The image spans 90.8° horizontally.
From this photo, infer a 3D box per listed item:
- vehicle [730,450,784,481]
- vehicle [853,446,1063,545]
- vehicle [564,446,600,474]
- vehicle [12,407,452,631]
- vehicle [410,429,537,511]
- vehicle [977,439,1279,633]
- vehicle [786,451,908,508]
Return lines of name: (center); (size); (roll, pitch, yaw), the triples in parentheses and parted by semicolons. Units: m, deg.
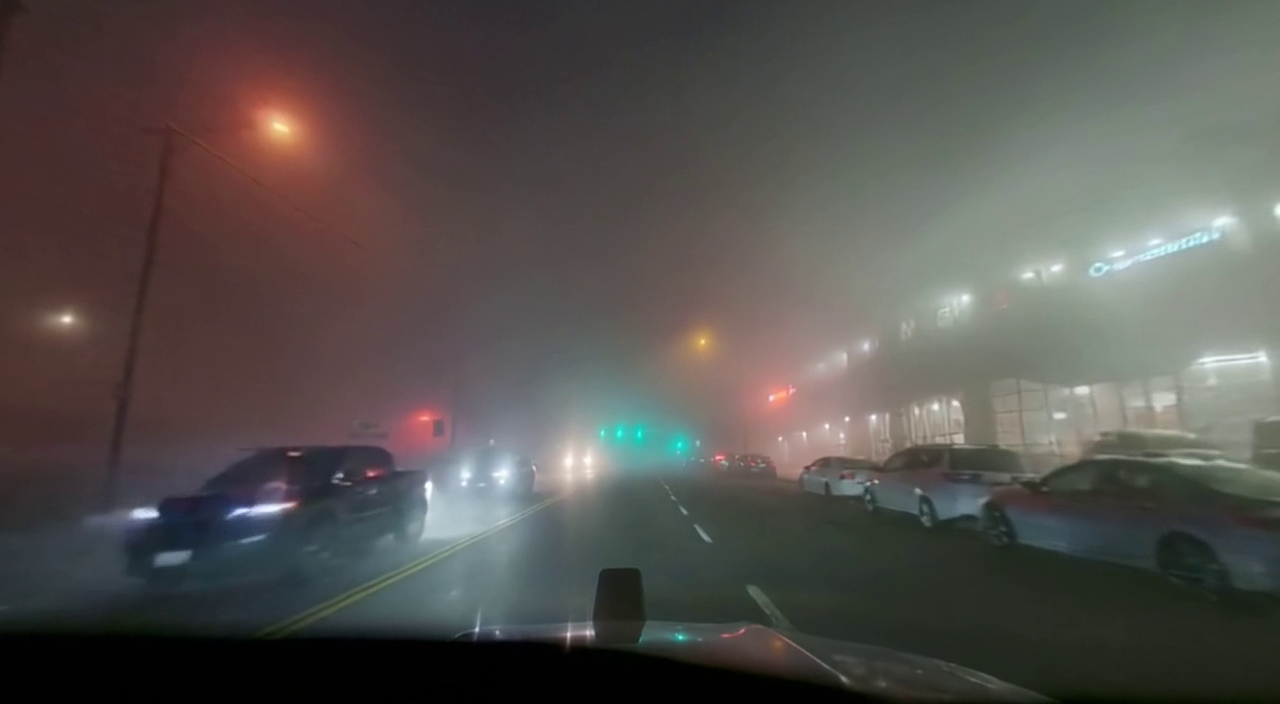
vehicle: (6.036, 5.892, 33.130); (1.837, 1.482, 4.706); (0, -8, -1)
vehicle: (5.785, 2.602, 12.286); (1.795, 1.524, 4.658); (-1, -8, 2)
vehicle: (-3.841, 7.210, 42.451); (1.980, 1.718, 4.120); (0, -8, 0)
vehicle: (-3.766, 1.590, 7.018); (1.914, 1.682, 4.263); (-1, -8, 2)
vehicle: (-4.147, 3.082, 16.617); (2.048, 1.761, 4.517); (-2, -10, 1)
vehicle: (6.001, 1.742, 6.906); (2.054, 1.525, 4.258); (0, -8, -4)
vehicle: (5.953, 3.693, 18.885); (1.976, 1.432, 4.812); (0, -8, -1)
